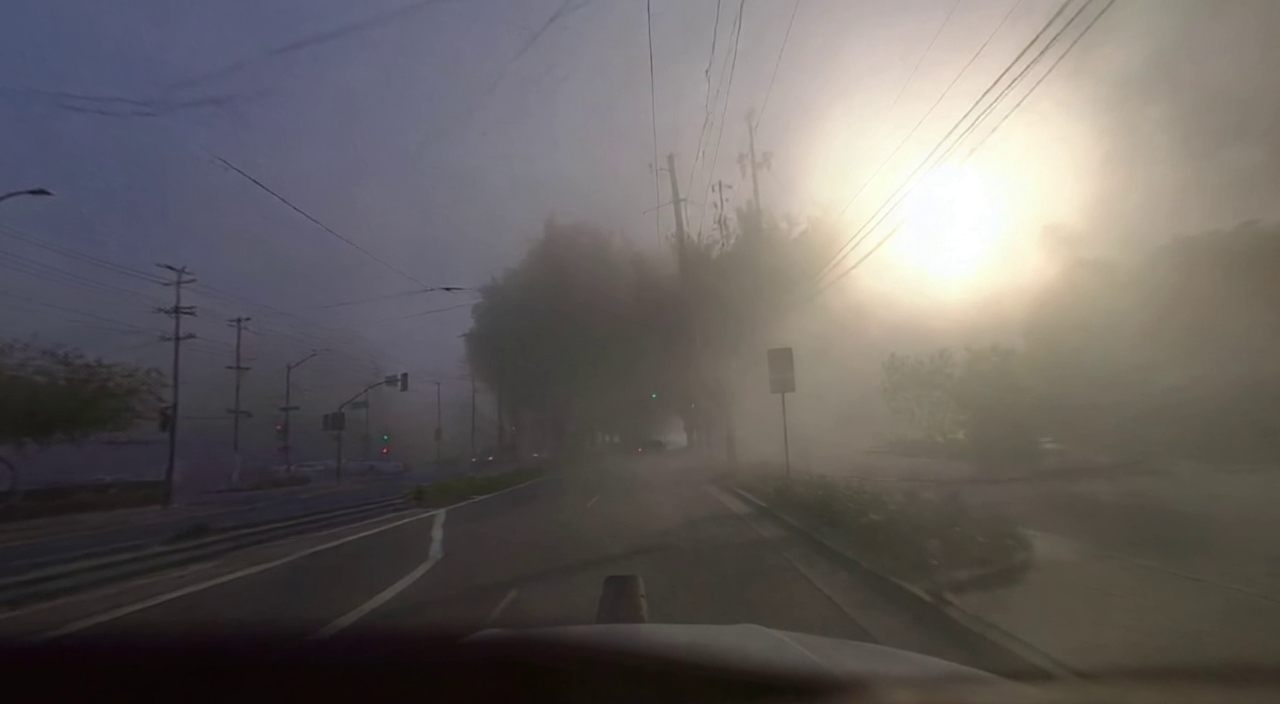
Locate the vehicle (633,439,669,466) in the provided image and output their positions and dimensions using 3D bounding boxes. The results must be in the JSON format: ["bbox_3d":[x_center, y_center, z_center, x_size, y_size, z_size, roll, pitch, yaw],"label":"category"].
[{"bbox_3d":[0.692,6.271,39.552,2.105,1.611,3.750,0,-8,1],"label":"vehicle"}]
